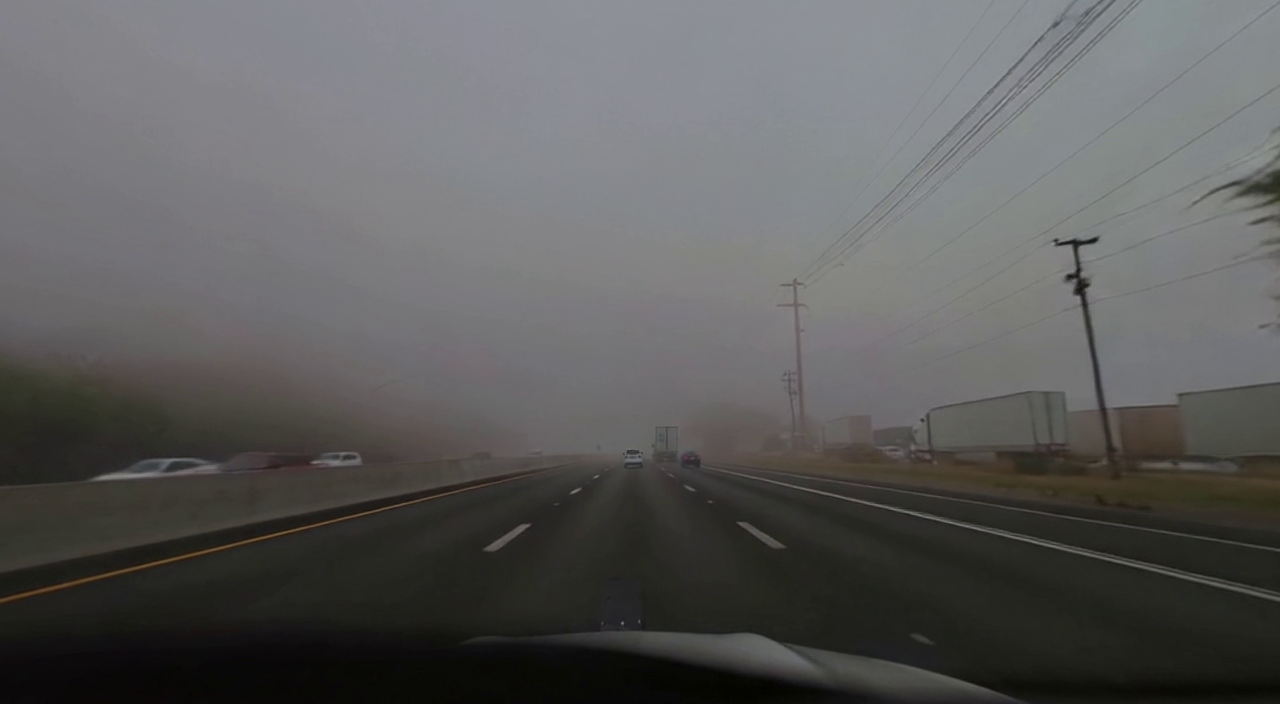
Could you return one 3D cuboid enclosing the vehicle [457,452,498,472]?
[{"bbox_3d":[-12.363,8.393,48.119,1.855,1.429,4.461,0,-9,1],"label":"vehicle"}]

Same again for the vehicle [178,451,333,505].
[{"bbox_3d":[-11.941,3.904,20.020,2.010,1.472,4.552,0,-9,0],"label":"vehicle"}]

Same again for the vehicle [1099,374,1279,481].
[{"bbox_3d":[24.127,3.107,25.111,2.849,3.732,12.220,-1,-9,2],"label":"vehicle"}]

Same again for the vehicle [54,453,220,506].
[{"bbox_3d":[-16.008,4.038,20.399,1.862,1.473,4.209,0,-9,0],"label":"vehicle"}]

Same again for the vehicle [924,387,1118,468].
[{"bbox_3d":[23.579,5.148,40.842,3.234,4.276,14.411,0,-9,-1],"label":"vehicle"}]

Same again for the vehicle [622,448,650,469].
[{"bbox_3d":[-0.292,8.290,49.242,2.111,1.599,3.859,0,-9,0],"label":"vehicle"}]
